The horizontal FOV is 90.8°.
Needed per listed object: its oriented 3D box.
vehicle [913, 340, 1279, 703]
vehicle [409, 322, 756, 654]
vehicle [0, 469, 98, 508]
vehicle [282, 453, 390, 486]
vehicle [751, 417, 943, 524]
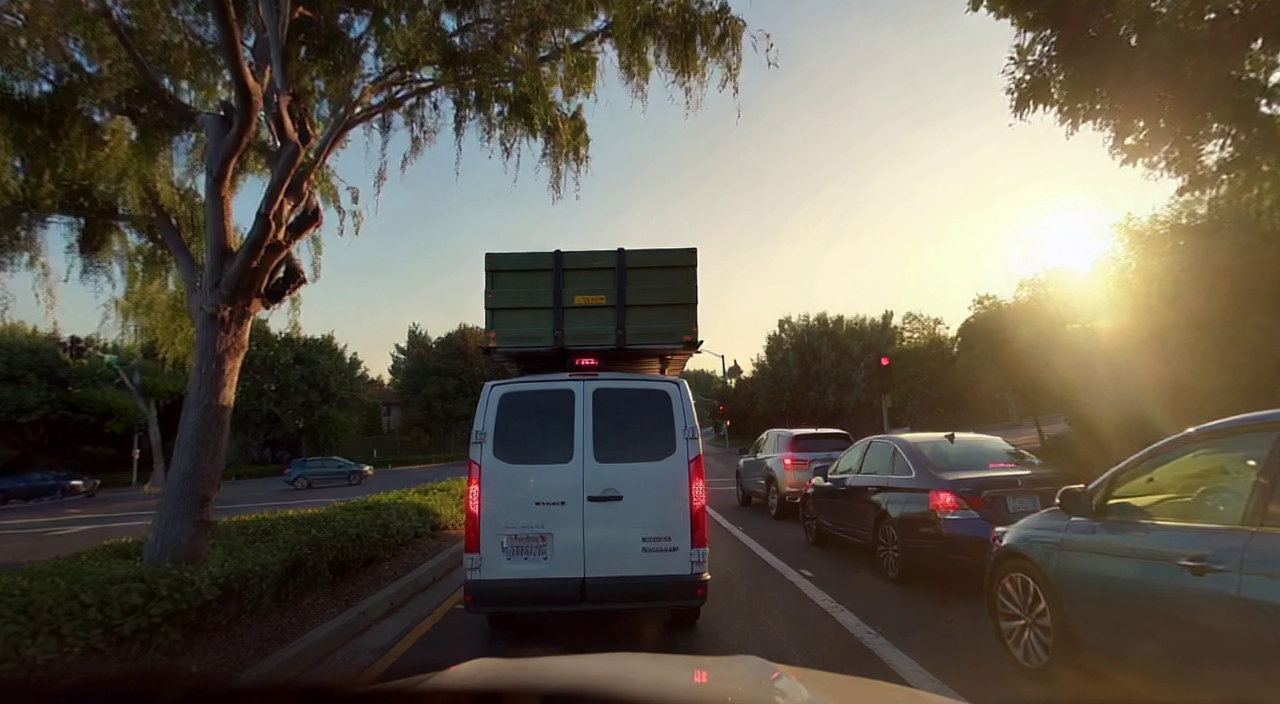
[{"bbox_3d":[3.467,0.932,3.399,1.965,1.671,4.146,0,-9,-3],"label":"vehicle"},{"bbox_3d":[-0.358,1.153,6.184,2.145,2.089,4.309,0,-9,0],"label":"vehicle"},{"bbox_3d":[-27.733,6.140,28.572,4.501,1.613,1.852,1,-9,-4],"label":"vehicle"},{"bbox_3d":[-15.177,5.863,31.798,4.708,1.474,1.871,4,-9,-23],"label":"vehicle"},{"bbox_3d":[3.701,2.217,12.288,2.024,1.692,4.252,1,-9,-4],"label":"vehicle"}]
